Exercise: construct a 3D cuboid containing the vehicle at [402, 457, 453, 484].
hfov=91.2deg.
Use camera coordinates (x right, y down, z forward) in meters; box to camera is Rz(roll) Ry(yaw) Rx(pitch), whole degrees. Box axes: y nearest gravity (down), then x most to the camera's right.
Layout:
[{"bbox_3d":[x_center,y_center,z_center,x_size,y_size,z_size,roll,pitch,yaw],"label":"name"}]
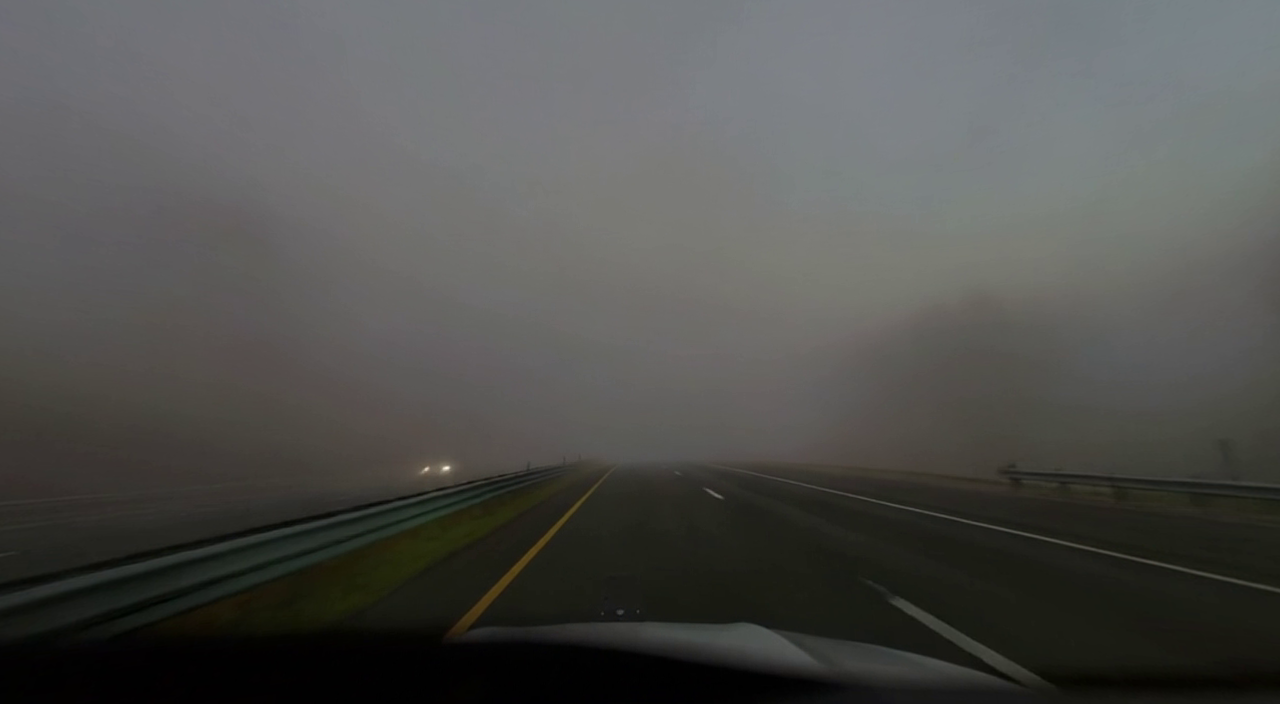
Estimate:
[{"bbox_3d":[-13.315,7.415,39.435,1.829,1.480,4.160,-3,-9,-1],"label":"vehicle"}]
